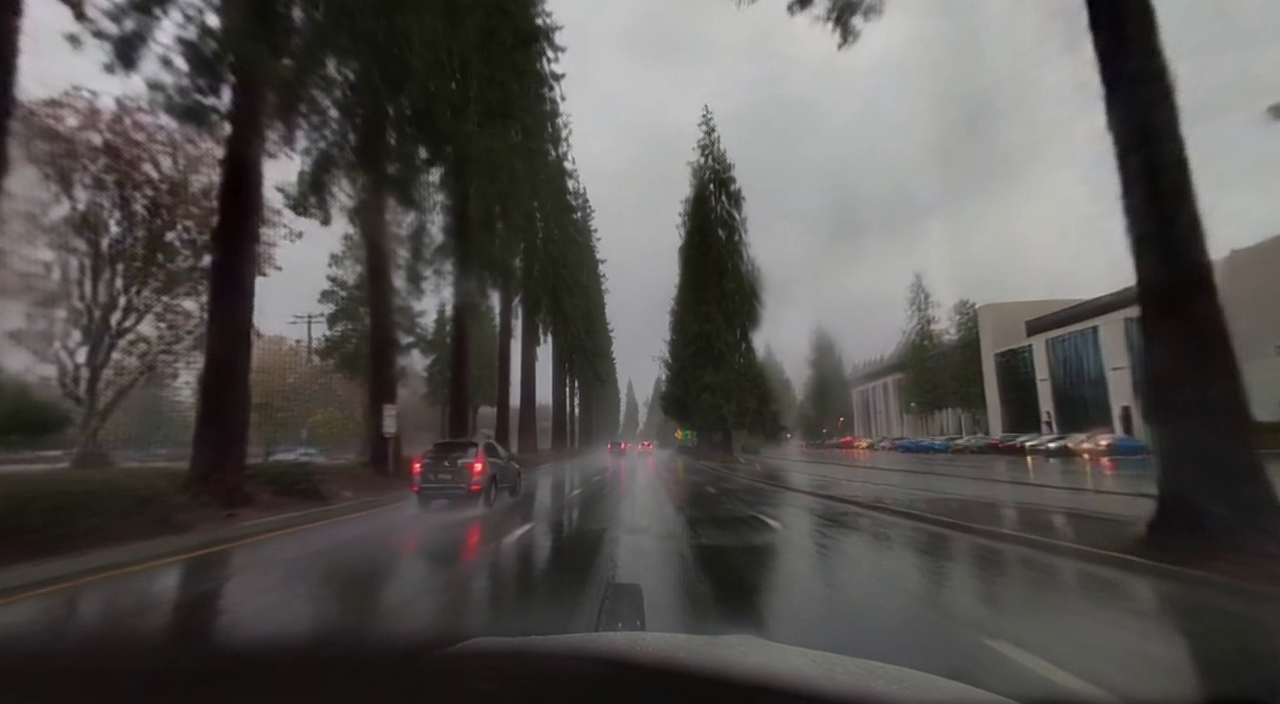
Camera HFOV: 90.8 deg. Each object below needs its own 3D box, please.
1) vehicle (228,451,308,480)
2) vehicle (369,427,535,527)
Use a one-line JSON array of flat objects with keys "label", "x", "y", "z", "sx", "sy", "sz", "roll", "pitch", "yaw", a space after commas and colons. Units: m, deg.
[{"label": "vehicle", "x": -20.794, "y": 6.333, "z": 35.550, "sx": 1.773, "sy": 1.457, "sz": 4.419, "roll": 0, "pitch": -8, "yaw": 1}, {"label": "vehicle", "x": -3.379, "y": 2.326, "z": 12.340, "sx": 1.942, "sy": 1.588, "sz": 4.172, "roll": 0, "pitch": -8, "yaw": 0}]
